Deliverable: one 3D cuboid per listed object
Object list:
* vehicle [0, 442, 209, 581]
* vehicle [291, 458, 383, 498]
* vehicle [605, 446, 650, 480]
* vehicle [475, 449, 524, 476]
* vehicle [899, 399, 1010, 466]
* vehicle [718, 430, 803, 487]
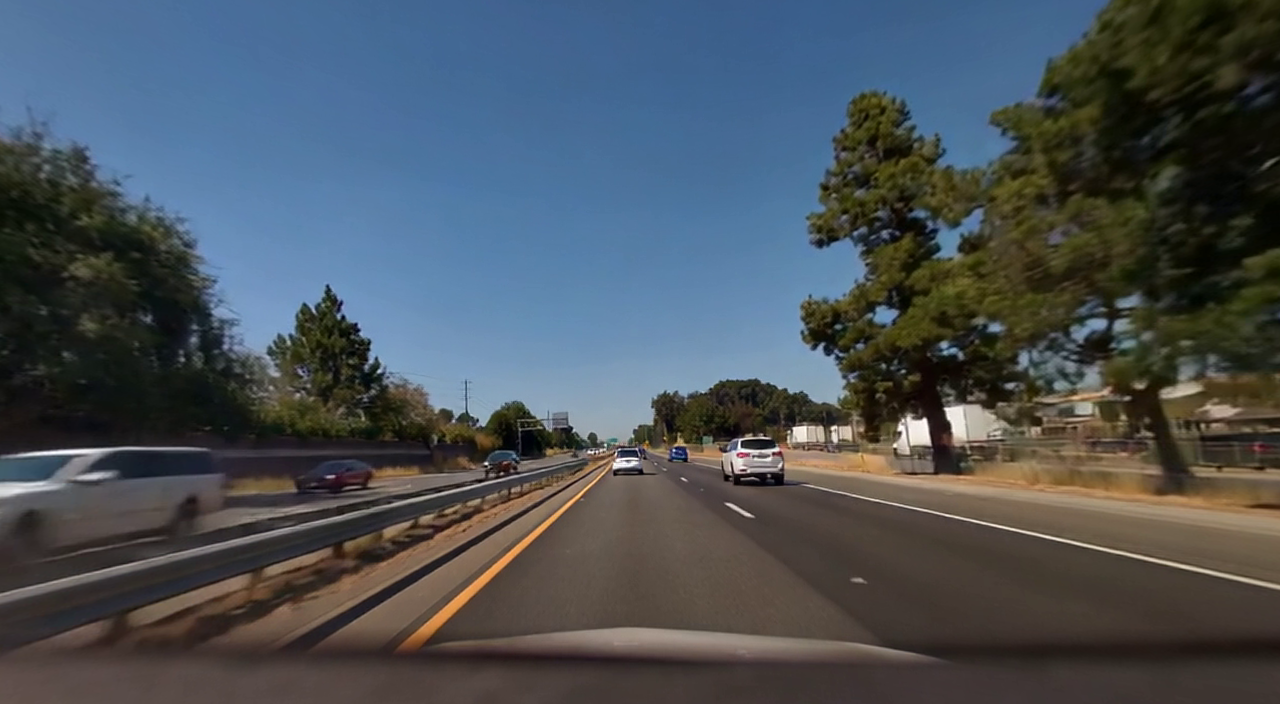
[{"bbox_3d":[-8.911,2.203,9.203,2.020,1.686,4.335,0,-9,0],"label":"vehicle"},{"bbox_3d":[-12.928,5.379,27.080,1.884,1.502,4.159,0,-9,0],"label":"vehicle"},{"bbox_3d":[-0.593,5.318,30.269,2.029,1.483,3.769,0,-9,0],"label":"vehicle"},{"bbox_3d":[-9.254,7.325,41.708,2.063,1.683,4.605,-1,-9,1],"label":"vehicle"},{"bbox_3d":[22.319,6.064,45.726,2.890,4.108,13.635,-2,-9,8],"label":"vehicle"},{"bbox_3d":[4.488,4.082,24.191,2.261,1.952,4.784,0,-9,-1],"label":"vehicle"}]
